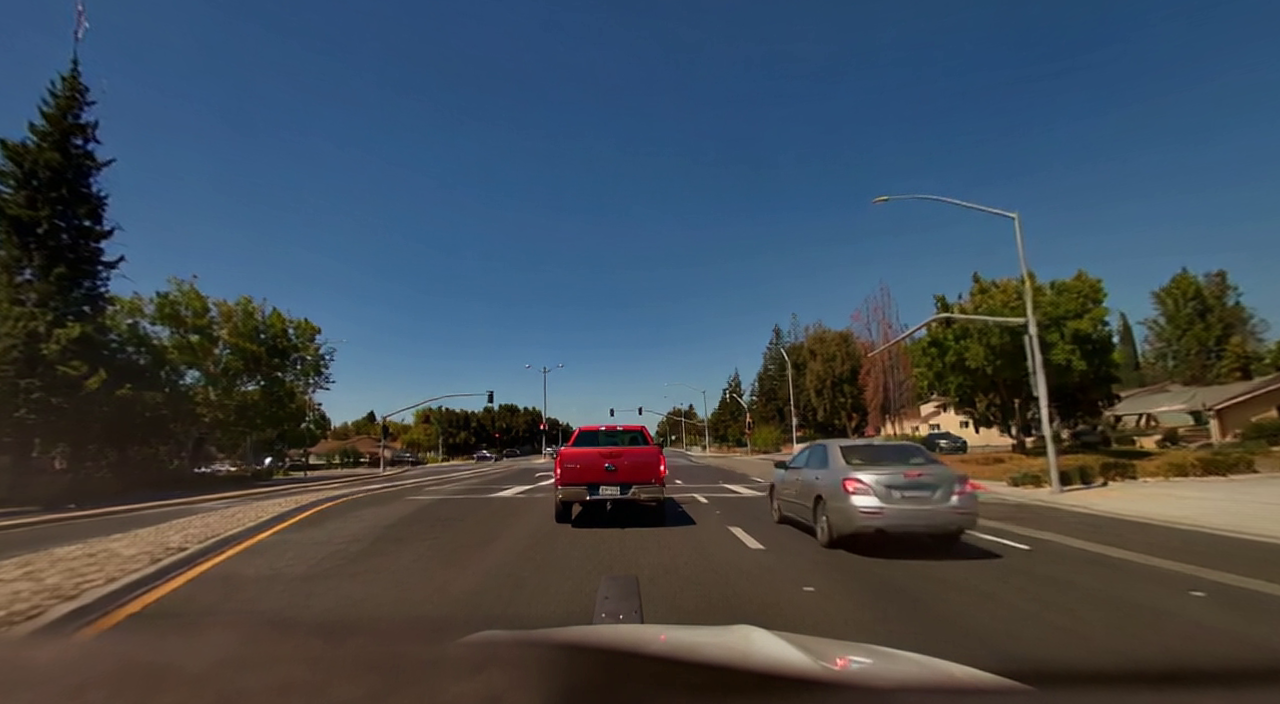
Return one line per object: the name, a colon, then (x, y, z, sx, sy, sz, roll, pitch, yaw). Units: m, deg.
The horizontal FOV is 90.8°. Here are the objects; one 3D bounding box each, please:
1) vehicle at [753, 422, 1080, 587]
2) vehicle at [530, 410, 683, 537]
vehicle: (2.942, 1.729, 8.070, 2.073, 1.484, 4.437, 0, -8, -1)
vehicle: (-0.500, 2.059, 11.313, 2.145, 1.762, 4.731, 0, -8, -1)
